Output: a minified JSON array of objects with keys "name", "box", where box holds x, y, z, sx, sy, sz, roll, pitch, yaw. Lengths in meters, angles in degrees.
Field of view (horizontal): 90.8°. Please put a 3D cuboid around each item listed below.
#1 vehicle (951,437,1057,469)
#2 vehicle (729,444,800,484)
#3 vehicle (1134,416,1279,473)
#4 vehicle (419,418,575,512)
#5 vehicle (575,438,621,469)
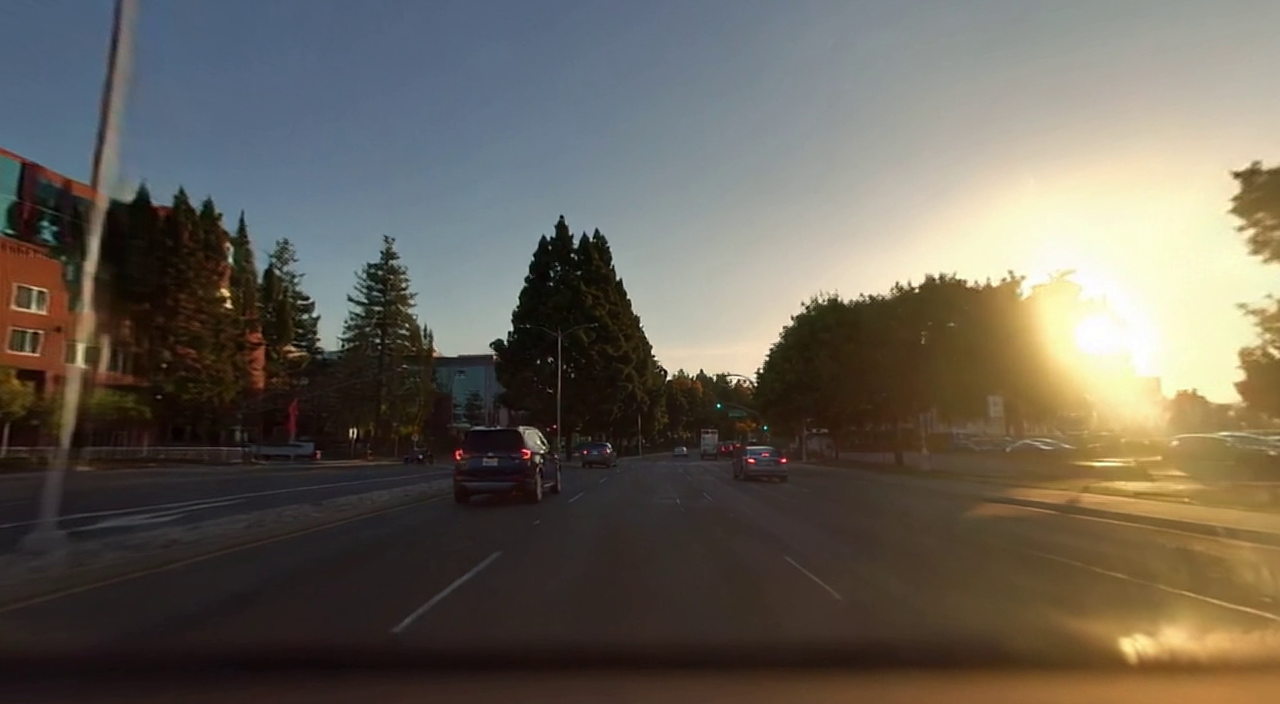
[{"name":"vehicle","box":[20.035,5.562,34.797,4.972,1.547,2.226,2,-9,-20]},{"name":"vehicle","box":[4.967,4.506,25.844,1.960,1.471,4.378,0,-8,-1]},{"name":"vehicle","box":[27.649,4.337,29.632,2.943,2.298,7.374,0,-8,0]},{"name":"vehicle","box":[-3.164,2.683,15.519,2.450,1.866,5.416,0,-8,1]},{"name":"vehicle","box":[-2.606,6.472,40.490,2.305,1.833,4.912,0,-8,3]}]
